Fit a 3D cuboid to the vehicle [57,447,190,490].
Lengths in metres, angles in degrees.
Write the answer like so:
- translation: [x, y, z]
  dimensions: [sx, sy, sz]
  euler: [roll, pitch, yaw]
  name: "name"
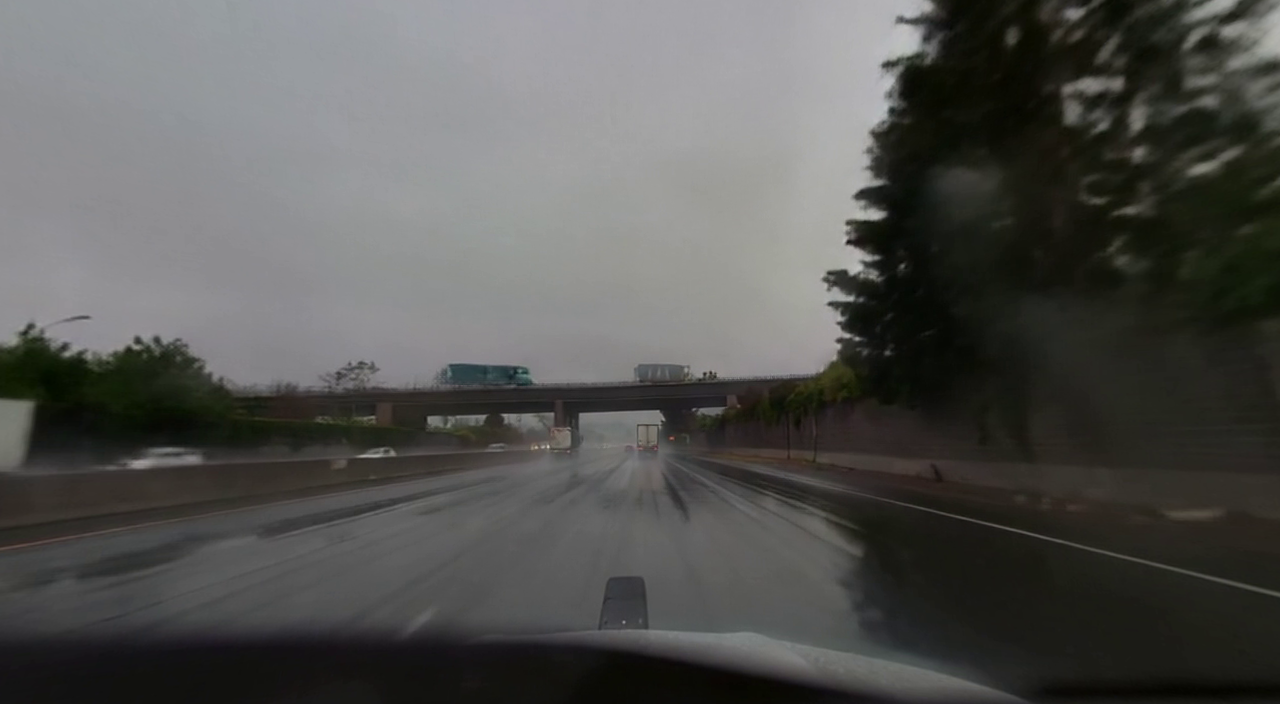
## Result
- translation: [-27.909, 6.263, 34.453]
  dimensions: [2.375, 2.101, 5.754]
  euler: [0, -8, 0]
  name: "vehicle"
